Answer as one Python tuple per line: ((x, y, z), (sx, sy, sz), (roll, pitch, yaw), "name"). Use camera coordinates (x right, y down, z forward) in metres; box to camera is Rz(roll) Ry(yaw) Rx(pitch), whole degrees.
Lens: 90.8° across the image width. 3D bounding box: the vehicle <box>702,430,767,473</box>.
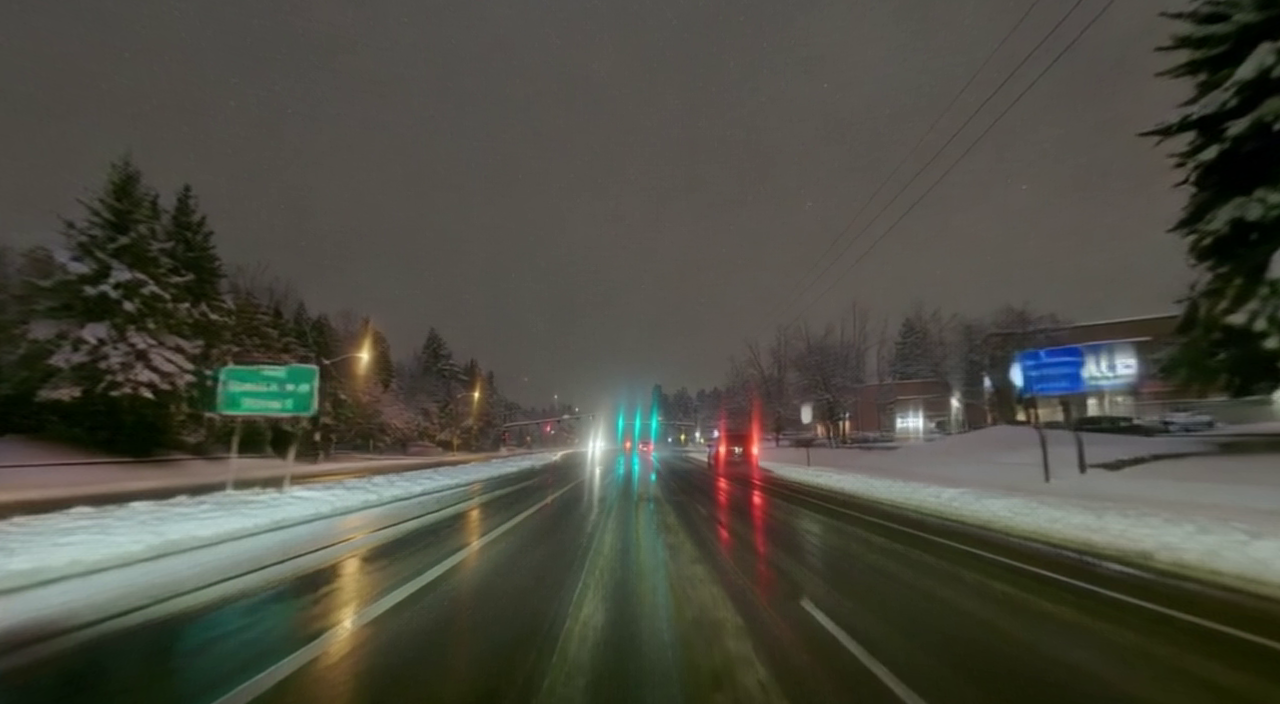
((4.735, 5.112, 32.728), (2.476, 2.016, 5.586), (0, -8, 0), "vehicle")
